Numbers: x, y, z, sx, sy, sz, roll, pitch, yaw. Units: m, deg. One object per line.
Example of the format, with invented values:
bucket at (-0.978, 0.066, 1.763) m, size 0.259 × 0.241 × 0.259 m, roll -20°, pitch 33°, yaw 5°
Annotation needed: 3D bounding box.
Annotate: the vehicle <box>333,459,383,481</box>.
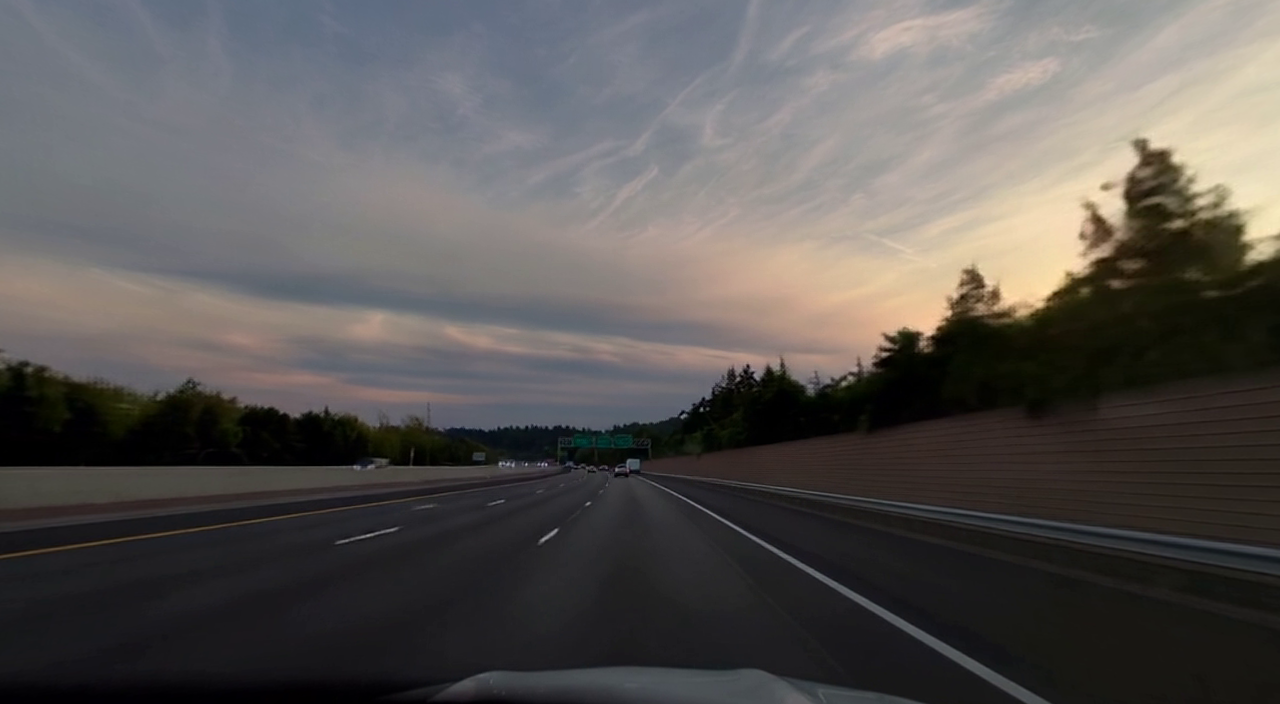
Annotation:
vehicle at (-20.453, 8.586, 45.882) m, size 1.738 × 1.469 × 4.047 m, roll 1°, pitch -10°, yaw -1°
